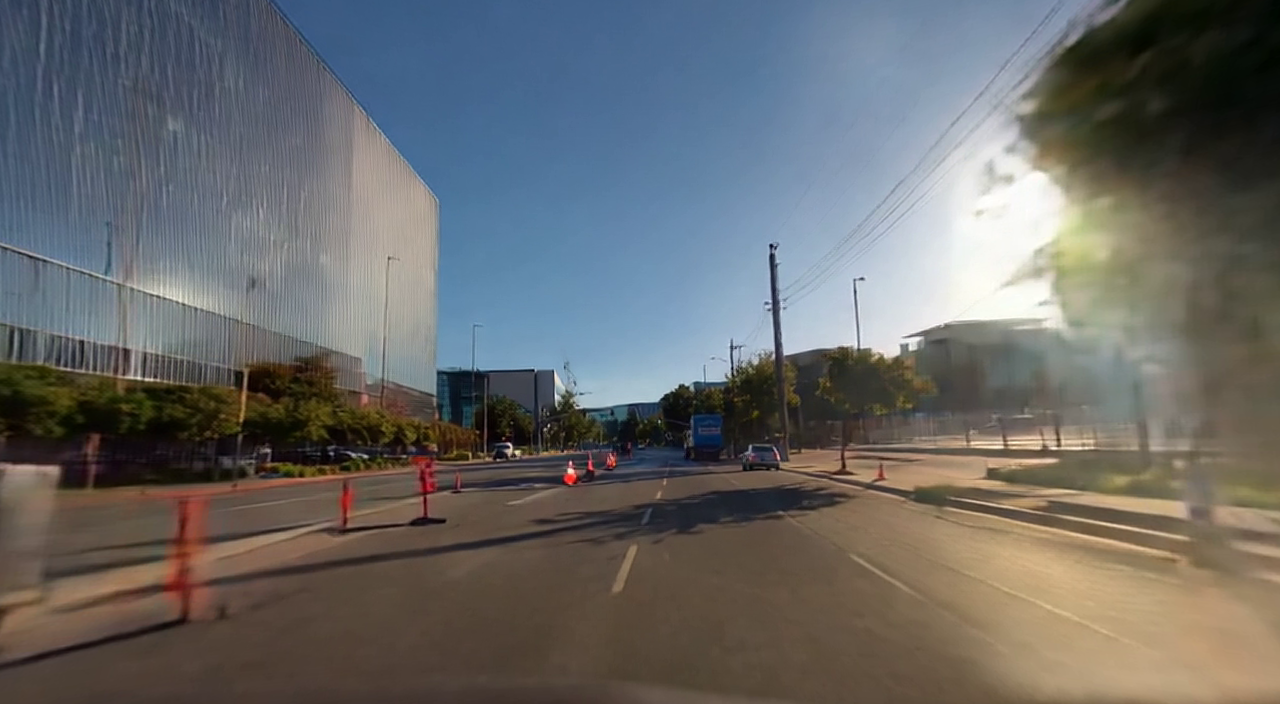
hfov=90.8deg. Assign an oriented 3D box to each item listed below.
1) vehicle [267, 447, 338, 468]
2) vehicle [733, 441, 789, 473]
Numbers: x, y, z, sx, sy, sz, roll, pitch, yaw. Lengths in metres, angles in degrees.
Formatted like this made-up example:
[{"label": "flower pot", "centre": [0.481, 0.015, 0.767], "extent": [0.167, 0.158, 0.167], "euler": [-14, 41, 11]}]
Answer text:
[{"label": "vehicle", "centre": [-25.352, 7.926, 47.603], "extent": [4.237, 1.490, 1.901], "euler": [0, -8, -2]}, {"label": "vehicle", "centre": [6.454, 5.639, 34.255], "extent": [2.098, 1.619, 4.433], "euler": [0, -8, -1]}]
